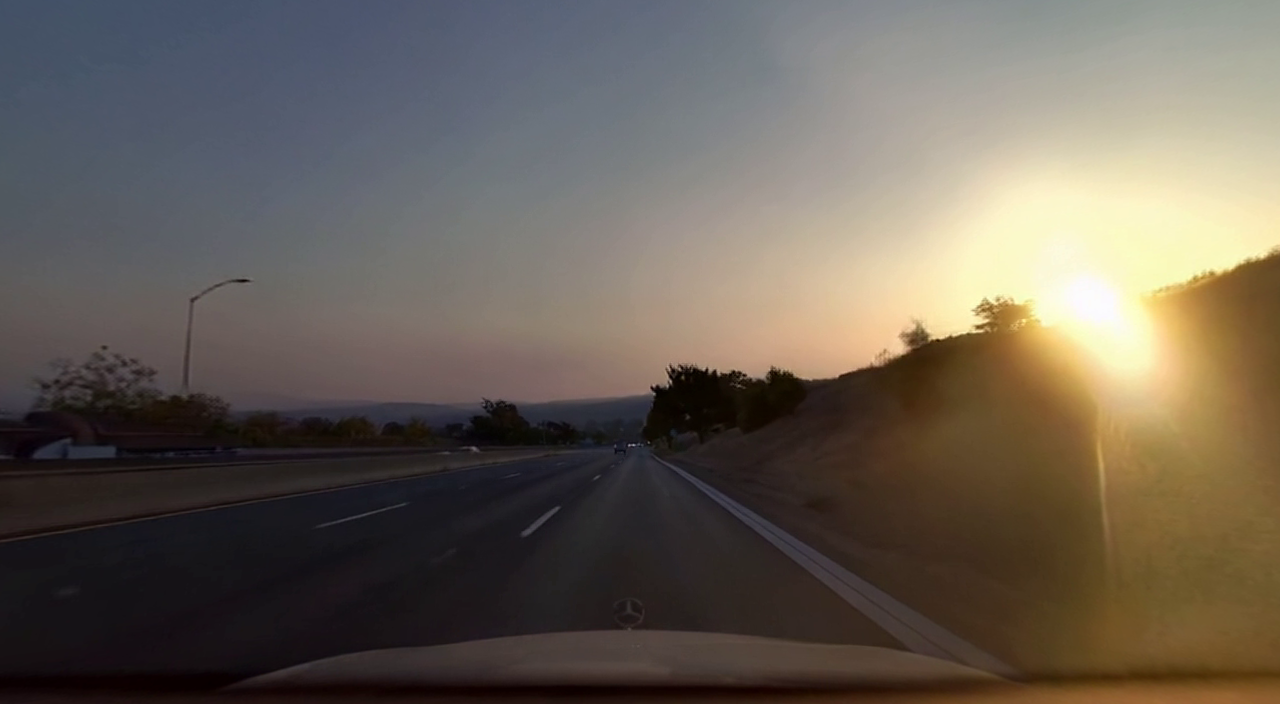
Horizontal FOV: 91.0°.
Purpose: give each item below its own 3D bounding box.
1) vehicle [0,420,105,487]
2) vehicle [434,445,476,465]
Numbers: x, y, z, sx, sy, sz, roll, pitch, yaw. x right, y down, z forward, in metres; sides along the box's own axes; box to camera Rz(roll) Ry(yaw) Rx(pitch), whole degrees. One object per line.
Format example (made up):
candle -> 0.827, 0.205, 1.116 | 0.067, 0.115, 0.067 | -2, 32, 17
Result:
vehicle -> -39.728, 6.540, 41.326 | 3.010, 3.986, 7.202 | 0, -8, -5
vehicle -> -14.549, 8.124, 49.806 | 1.907, 1.487, 4.725 | 0, -8, 0
